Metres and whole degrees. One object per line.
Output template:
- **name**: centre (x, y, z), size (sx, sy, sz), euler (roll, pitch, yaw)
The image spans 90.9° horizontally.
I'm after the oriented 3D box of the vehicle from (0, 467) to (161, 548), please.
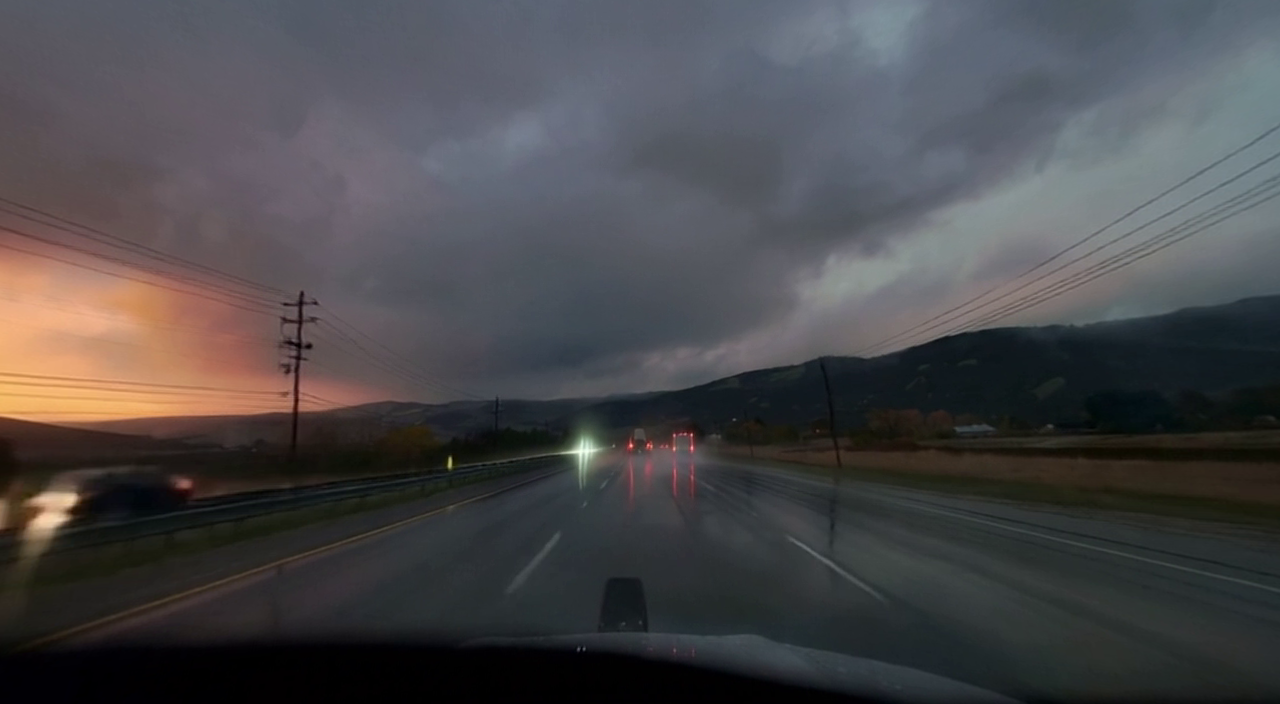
- **vehicle**: centre (-16.499, 4.240, 17.858), size (2.122, 1.774, 4.756), euler (0, -8, 0)
